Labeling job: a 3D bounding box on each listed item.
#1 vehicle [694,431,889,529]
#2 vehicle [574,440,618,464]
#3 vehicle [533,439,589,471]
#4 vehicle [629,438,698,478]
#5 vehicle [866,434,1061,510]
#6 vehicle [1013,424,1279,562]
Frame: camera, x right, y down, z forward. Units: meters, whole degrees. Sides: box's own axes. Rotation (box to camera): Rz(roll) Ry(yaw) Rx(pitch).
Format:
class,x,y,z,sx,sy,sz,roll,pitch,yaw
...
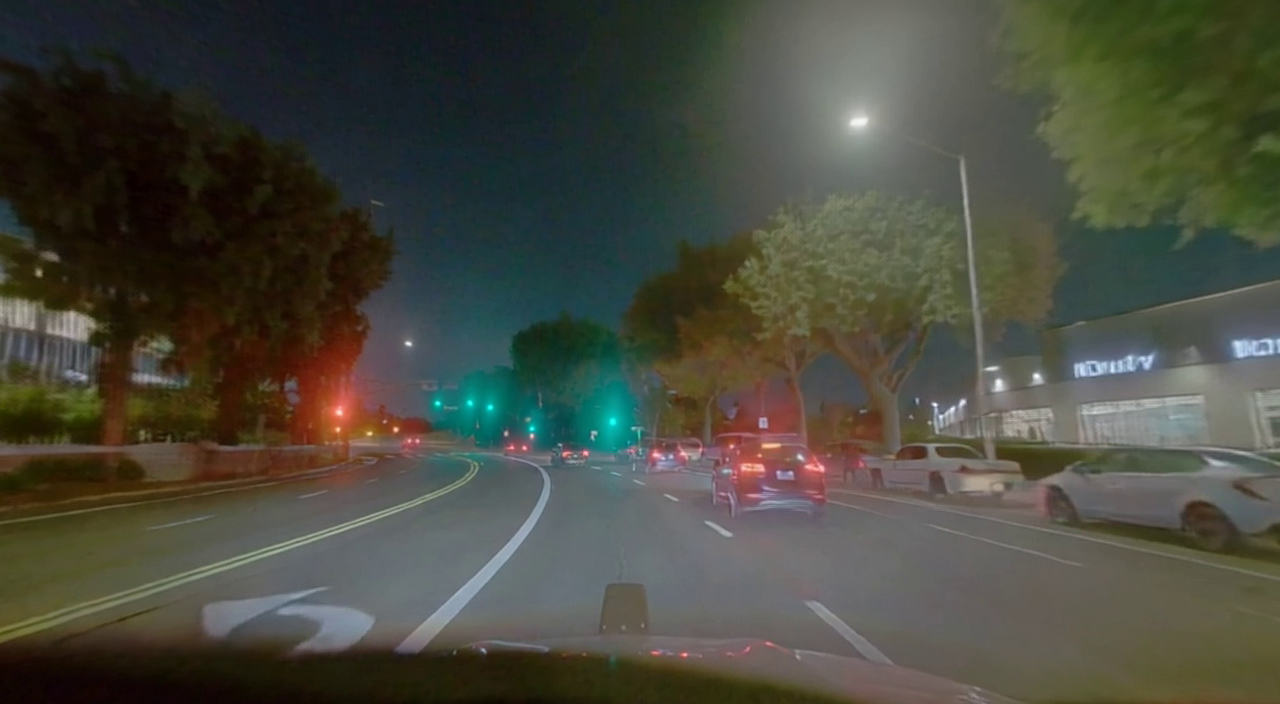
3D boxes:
class,x,y,z,sx,sy,sz,roll,pitch,yaw
vehicle,2.521,2.280,11.893,2.280,1.472,4.426,1,-8,-4
vehicle,-2.976,6.620,41.737,1.957,1.463,4.701,2,-9,-16
vehicle,-4.253,5.411,33.286,2.308,1.535,4.811,2,-9,-14
vehicle,0.866,4.365,26.202,1.984,1.476,4.488,1,-9,-10
vehicle,7.167,2.680,14.605,1.820,1.450,4.408,1,-9,-6
vehicle,7.676,1.805,8.741,1.882,1.469,4.766,1,-8,-3
